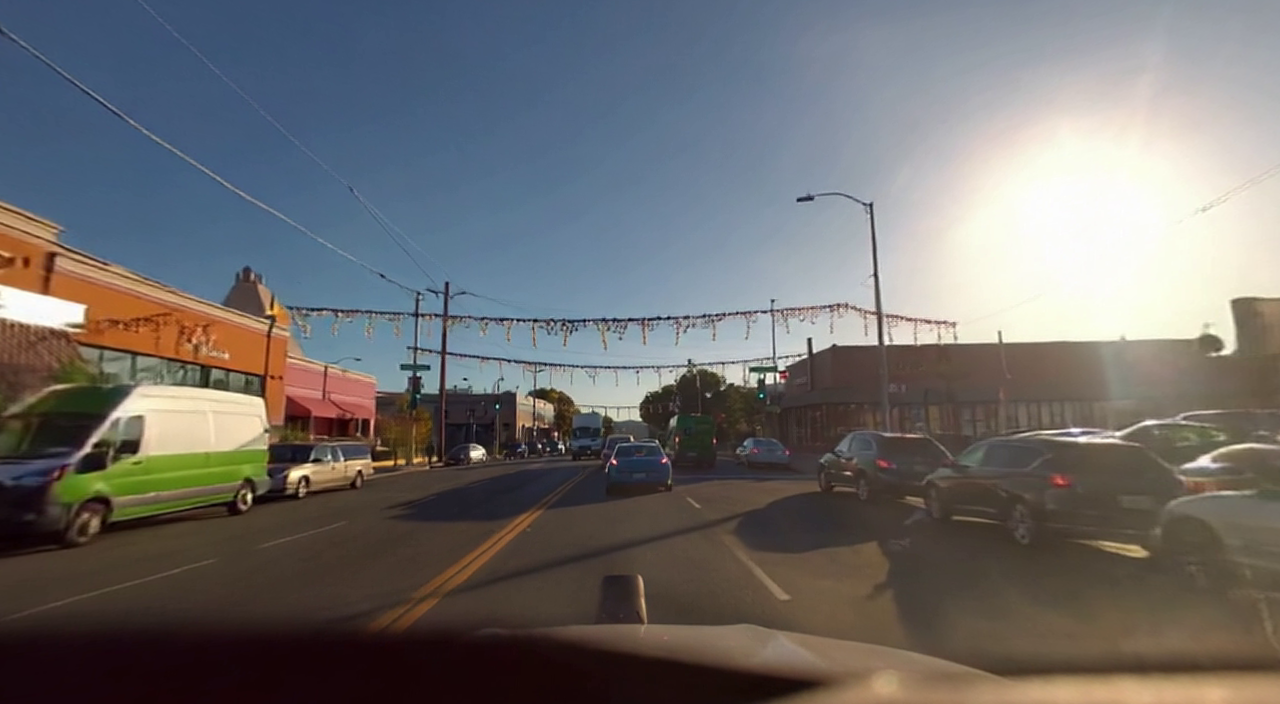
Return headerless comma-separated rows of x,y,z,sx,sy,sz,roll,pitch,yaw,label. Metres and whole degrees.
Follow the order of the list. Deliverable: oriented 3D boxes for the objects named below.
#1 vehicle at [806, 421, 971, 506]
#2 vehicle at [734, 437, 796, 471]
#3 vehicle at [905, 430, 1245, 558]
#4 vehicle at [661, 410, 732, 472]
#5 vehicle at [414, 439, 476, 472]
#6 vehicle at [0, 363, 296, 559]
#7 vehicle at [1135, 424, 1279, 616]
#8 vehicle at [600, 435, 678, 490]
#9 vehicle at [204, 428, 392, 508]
5.938,2.734,15.942,2.079,1.788,4.974,0,-8,0,vehicle
5.696,4.704,29.338,1.824,1.481,4.057,0,-8,-4,vehicle
6.036,1.991,9.703,1.876,1.471,4.657,0,-8,0,vehicle
2.451,4.150,29.498,2.649,2.583,5.800,0,-8,-1,vehicle
-10.071,5.388,32.932,1.962,1.529,4.109,2,-9,-1,vehicle
-9.451,1.936,11.786,2.724,2.739,5.663,0,-8,1,vehicle
5.961,1.173,4.045,2.012,1.470,4.394,0,-8,0,vehicle
-0.088,3.315,19.302,2.112,1.464,4.411,0,-8,-2,vehicle
-9.532,3.275,18.444,2.385,1.915,5.803,0,-8,-2,vehicle
